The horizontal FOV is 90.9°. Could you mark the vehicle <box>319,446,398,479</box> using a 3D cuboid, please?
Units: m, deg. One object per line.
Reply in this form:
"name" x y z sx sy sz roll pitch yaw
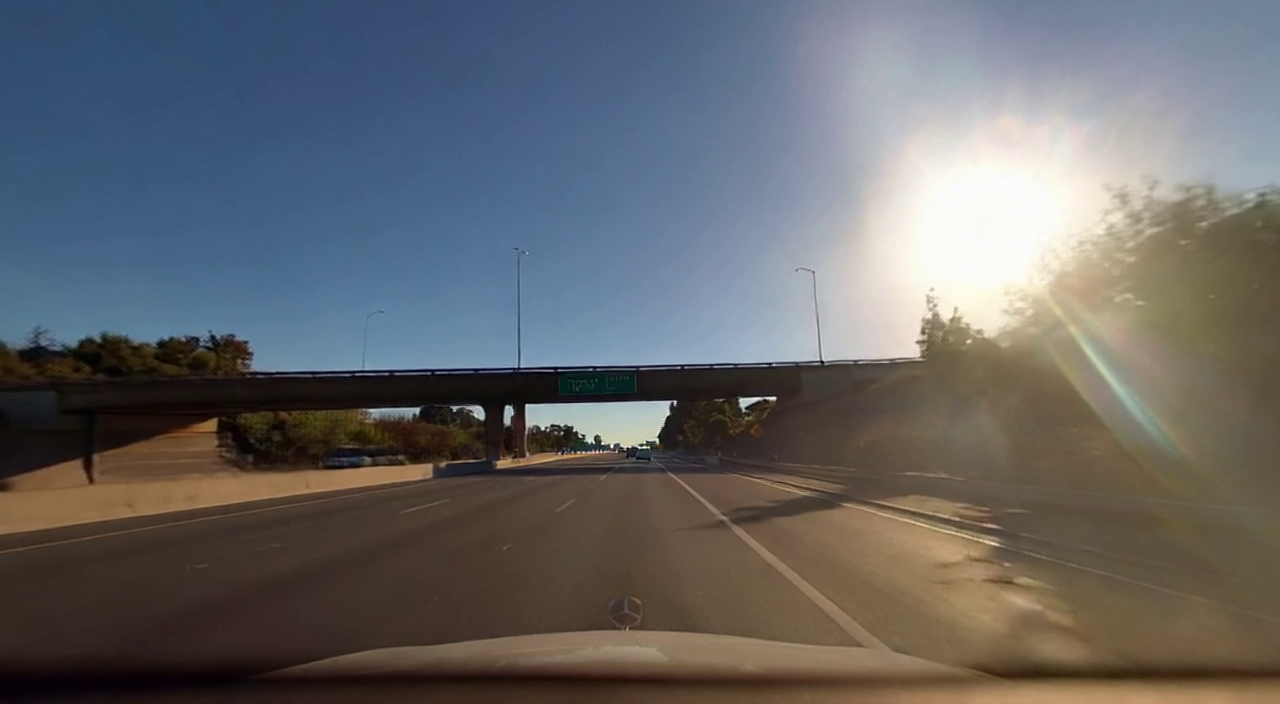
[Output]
"vehicle" -15.734 6.165 35.527 2.099 1.702 4.908 -1 -9 1
